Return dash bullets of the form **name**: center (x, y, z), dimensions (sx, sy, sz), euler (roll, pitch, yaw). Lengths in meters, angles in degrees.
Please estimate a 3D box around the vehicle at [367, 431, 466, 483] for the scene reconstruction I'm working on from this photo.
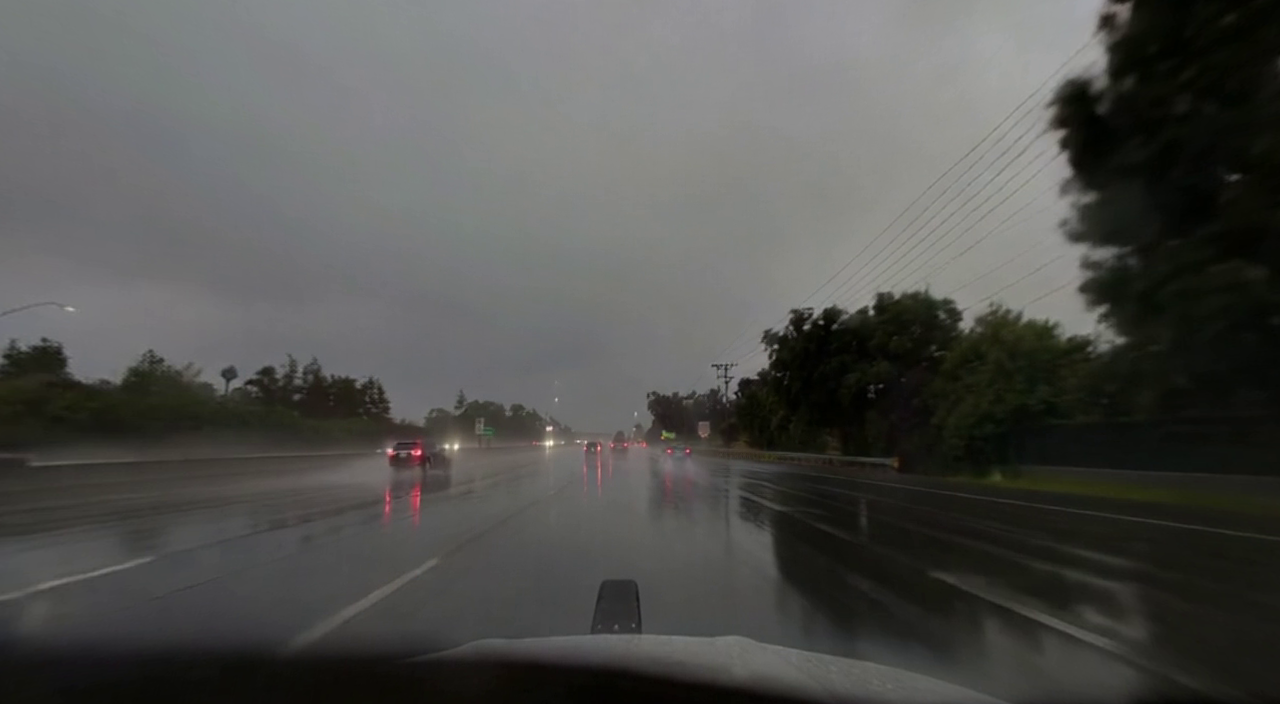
- **vehicle**: center (-8.633, 4.108, 24.990), dimensions (2.115, 1.799, 5.444), euler (0, -9, -2)
